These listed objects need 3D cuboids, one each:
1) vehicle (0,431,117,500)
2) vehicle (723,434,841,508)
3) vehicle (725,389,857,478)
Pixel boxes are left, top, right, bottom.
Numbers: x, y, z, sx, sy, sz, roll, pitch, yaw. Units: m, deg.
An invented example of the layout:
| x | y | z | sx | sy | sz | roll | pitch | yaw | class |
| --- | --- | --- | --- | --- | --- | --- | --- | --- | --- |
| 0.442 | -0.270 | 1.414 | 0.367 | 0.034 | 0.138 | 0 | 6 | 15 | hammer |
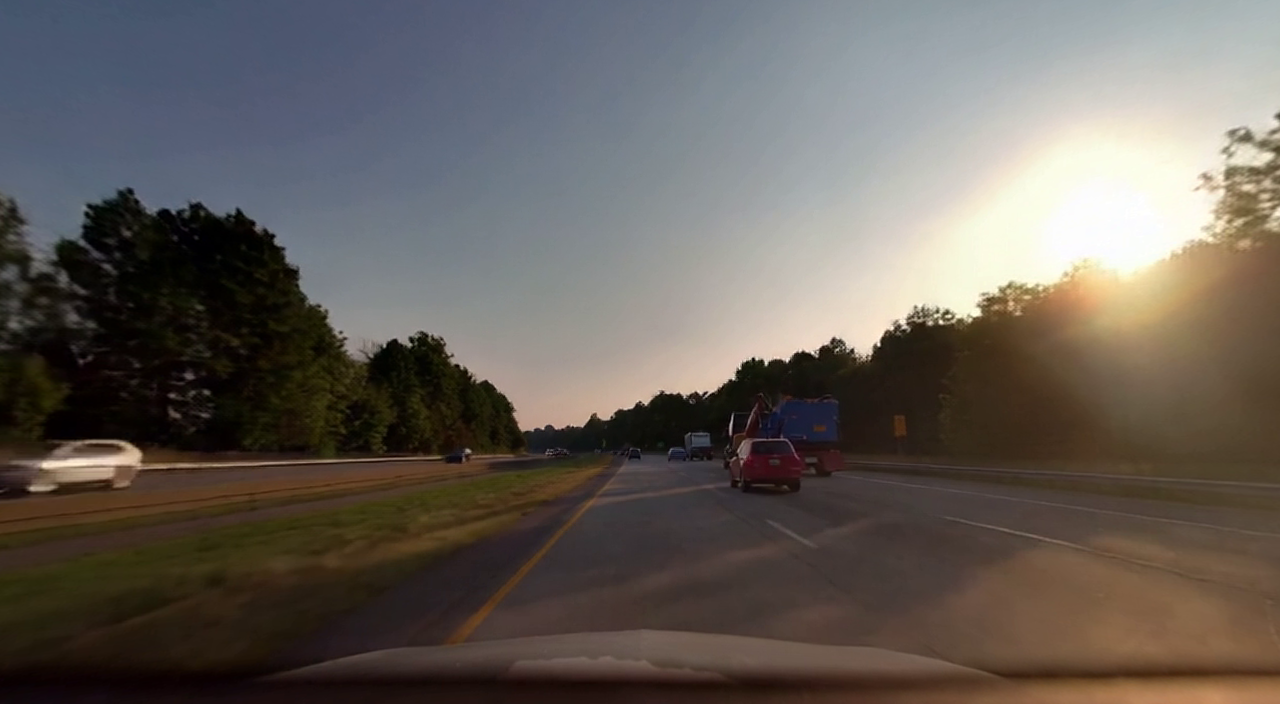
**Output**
| x | y | z | sx | sy | sz | roll | pitch | yaw | class |
| --- | --- | --- | --- | --- | --- | --- | --- | --- | --- |
| -15.434 | 2.758 | 15.405 | 1.865 | 1.532 | 3.932 | 0 | -9 | 0 | vehicle |
| 3.493 | 3.029 | 16.404 | 2.022 | 1.658 | 4.132 | 0 | -9 | -1 | vehicle |
| 7.963 | 4.979 | 36.932 | 3.441 | 4.016 | 16.812 | 0 | -9 | -1 | vehicle |
